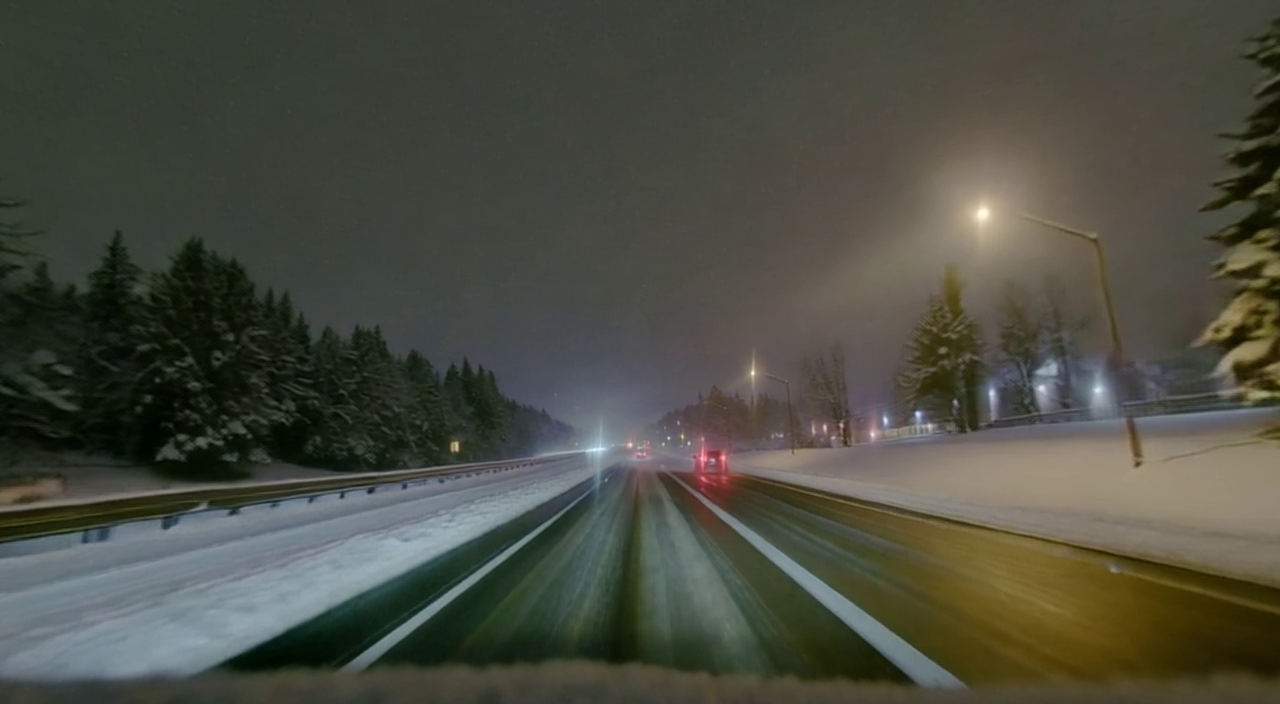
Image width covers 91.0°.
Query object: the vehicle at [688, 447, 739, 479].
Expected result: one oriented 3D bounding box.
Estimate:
[{"bbox_3d":[3.732,5.741,32.735,2.115,1.522,4.330,0,-9,0],"label":"vehicle"}]
